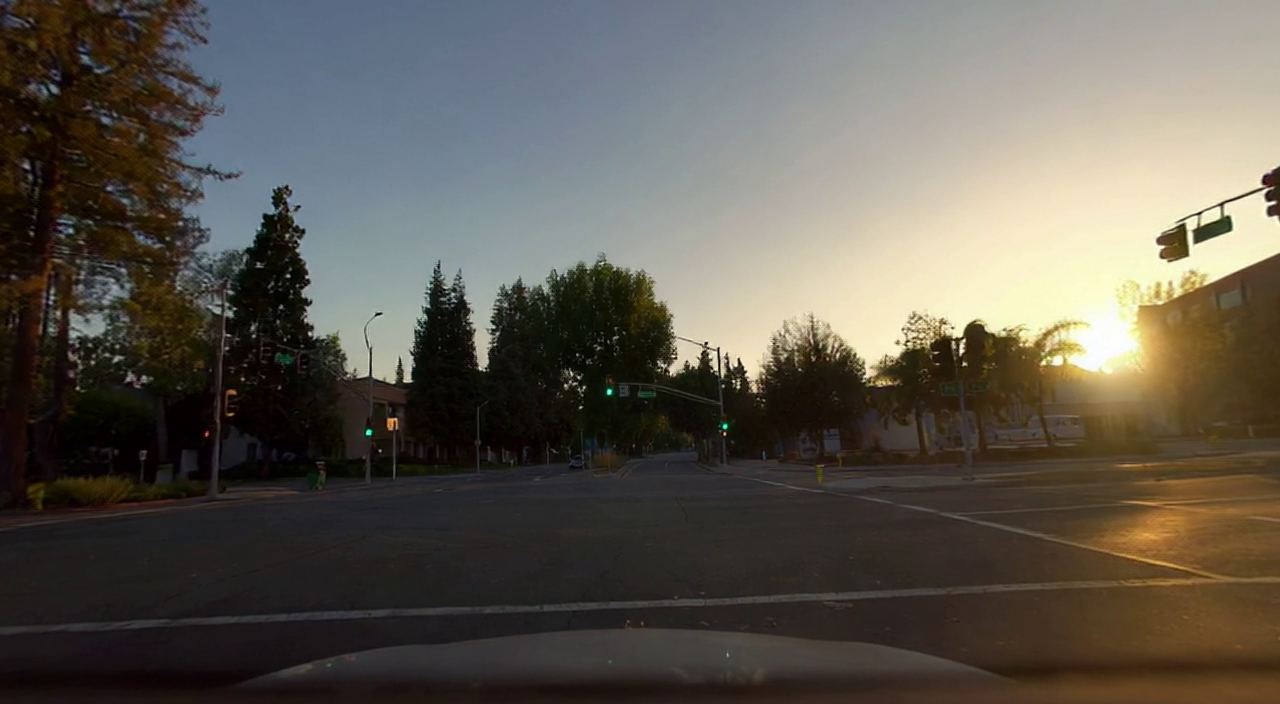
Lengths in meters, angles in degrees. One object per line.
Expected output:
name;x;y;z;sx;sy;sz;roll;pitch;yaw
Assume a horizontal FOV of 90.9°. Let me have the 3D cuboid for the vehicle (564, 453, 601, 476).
vehicle;-4.467;8.844;49.854;2.030;1.704;4.205;-1;-8;7
